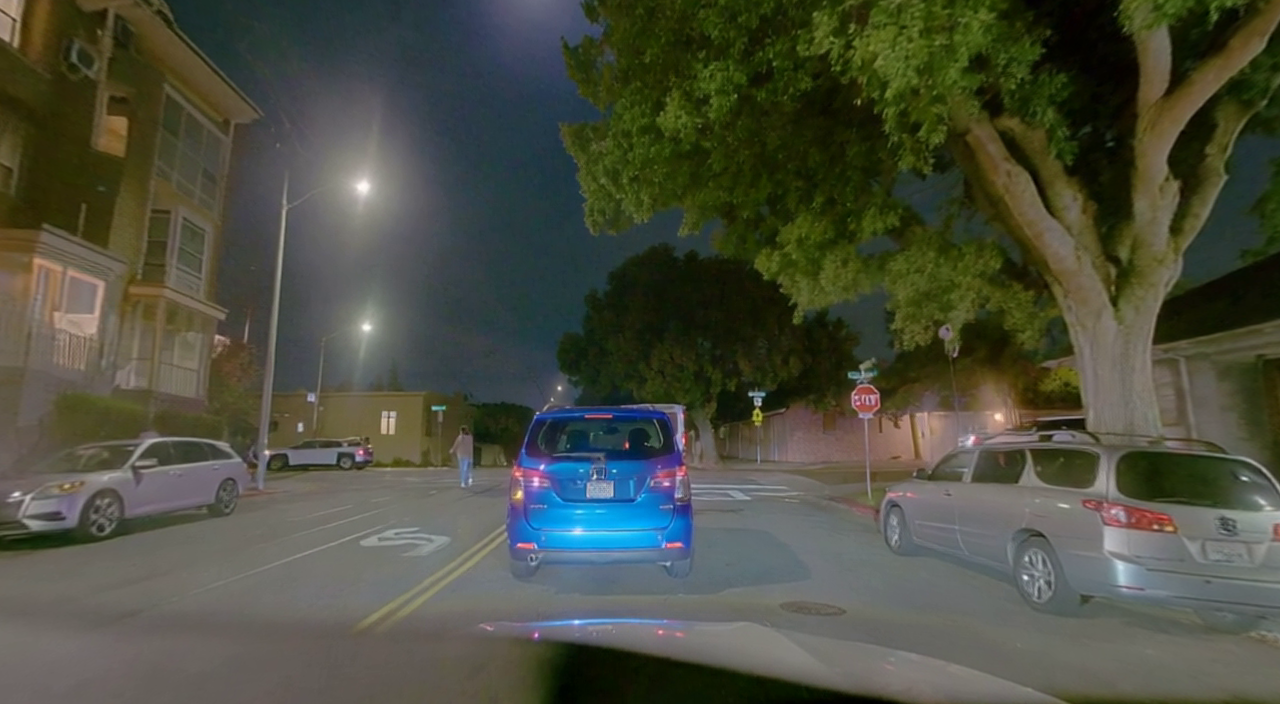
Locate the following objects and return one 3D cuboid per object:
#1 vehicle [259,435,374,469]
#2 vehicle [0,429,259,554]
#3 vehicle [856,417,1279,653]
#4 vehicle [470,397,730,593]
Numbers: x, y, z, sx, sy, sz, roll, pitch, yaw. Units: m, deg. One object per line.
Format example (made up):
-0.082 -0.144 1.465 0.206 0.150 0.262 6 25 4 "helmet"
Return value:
-15.219 4.723 29.808 4.387 1.495 1.811 1 -8 -3 "vehicle"
-8.288 2.029 10.016 1.825 1.532 4.083 -3 -7 2 "vehicle"
4.223 1.684 6.874 1.959 1.581 4.731 4 -9 -2 "vehicle"
-0.386 1.657 8.180 2.377 1.787 4.652 0 -8 -1 "vehicle"
